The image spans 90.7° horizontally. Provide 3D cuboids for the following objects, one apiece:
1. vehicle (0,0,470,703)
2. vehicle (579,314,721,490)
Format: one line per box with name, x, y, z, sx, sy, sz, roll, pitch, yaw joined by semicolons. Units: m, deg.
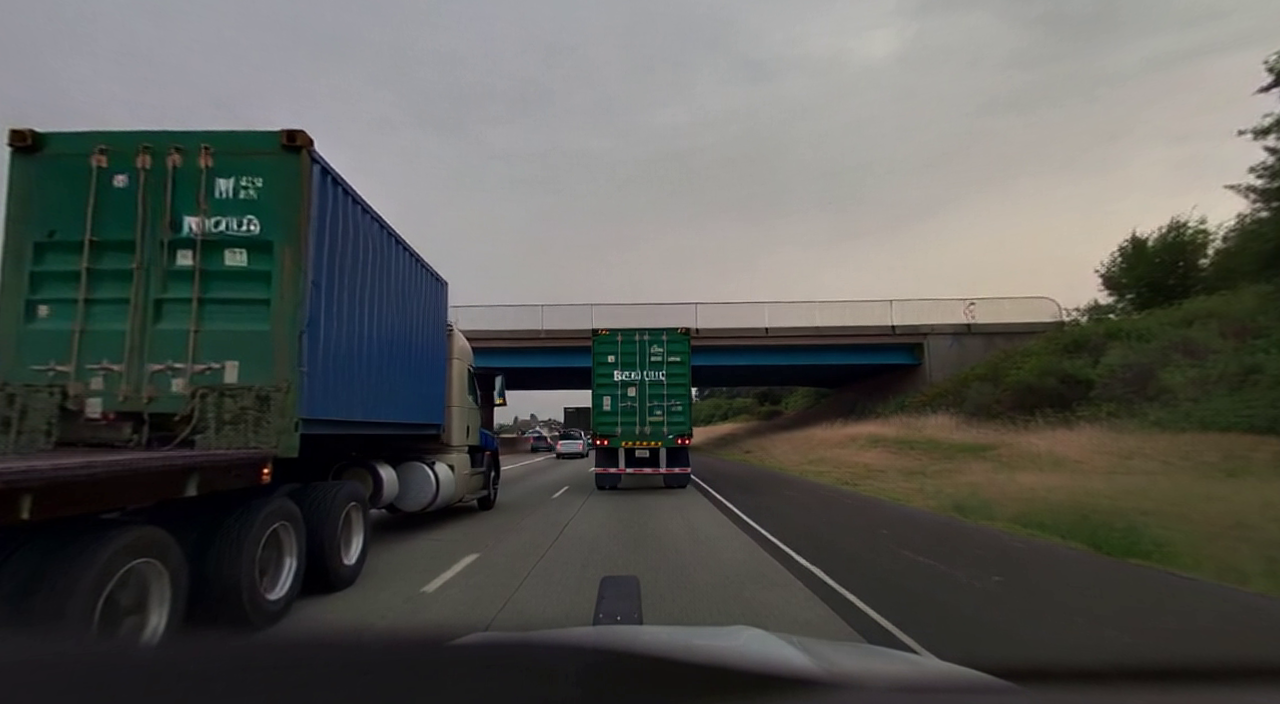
vehicle;-3.667;-0.527;1.198;2.873;4.198;13.317;0;-9;1
vehicle;0.185;1.710;18.938;3.357;4.212;7.519;0;-9;-1
